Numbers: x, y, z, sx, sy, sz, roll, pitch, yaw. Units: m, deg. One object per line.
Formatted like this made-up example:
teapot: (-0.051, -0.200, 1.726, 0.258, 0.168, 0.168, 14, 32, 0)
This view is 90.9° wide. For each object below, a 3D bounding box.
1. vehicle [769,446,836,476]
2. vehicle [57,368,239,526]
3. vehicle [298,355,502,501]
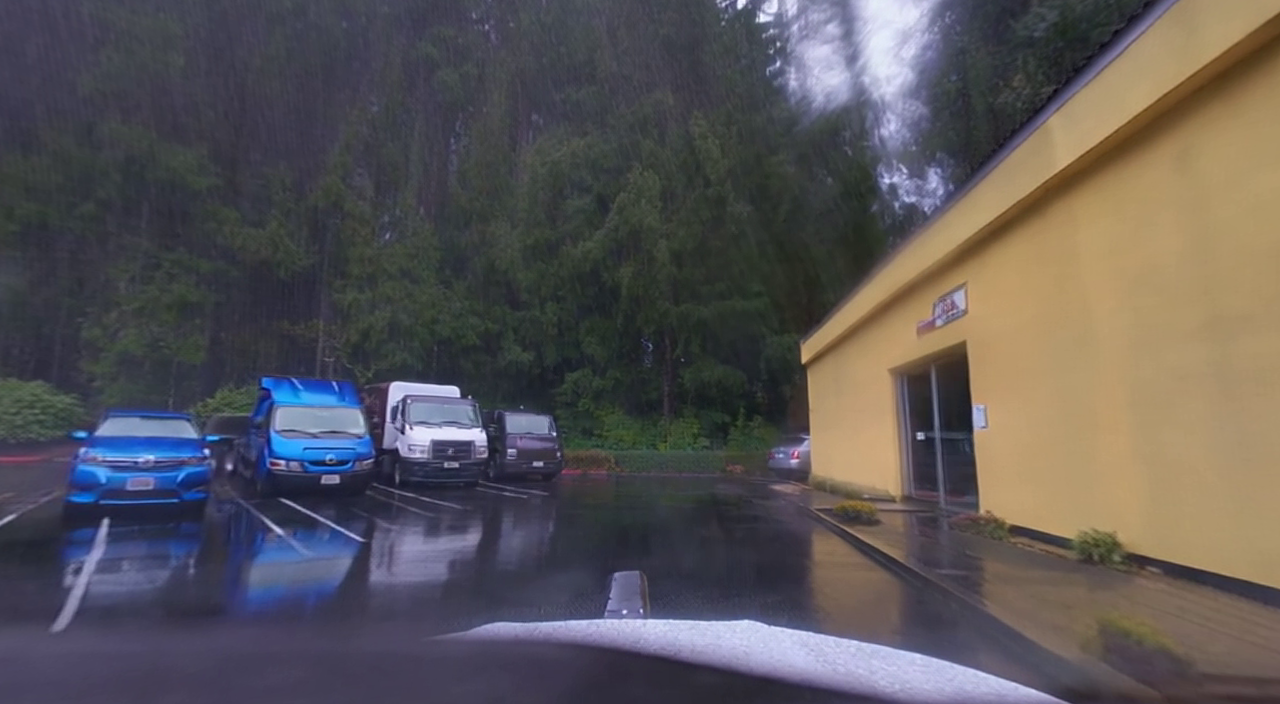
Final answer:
vehicle: (8.719, 5.783, 33.696, 3.473, 1.506, 1.809, 8, -12, -43)
vehicle: (-12.429, 2.393, 15.885, 2.674, 3.007, 7.819, 7, -11, -39)
vehicle: (-9.295, 2.941, 23.007, 2.948, 4.069, 11.906, 7, -12, -40)
